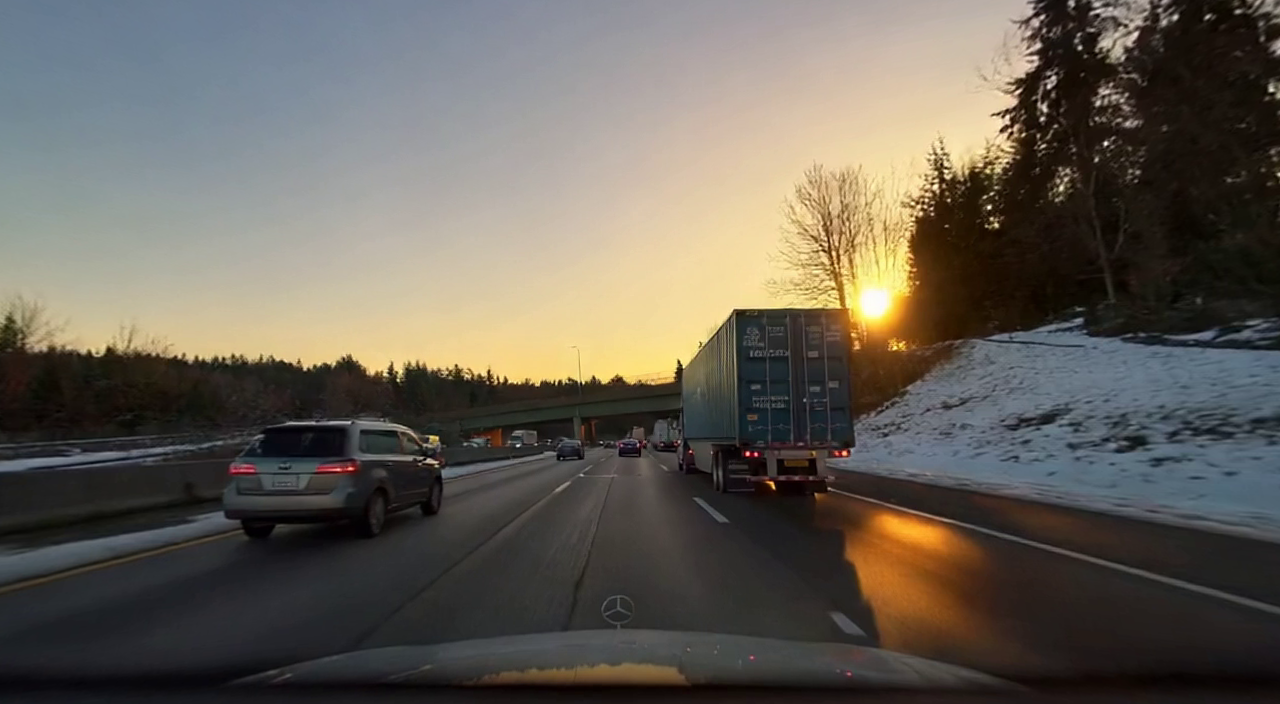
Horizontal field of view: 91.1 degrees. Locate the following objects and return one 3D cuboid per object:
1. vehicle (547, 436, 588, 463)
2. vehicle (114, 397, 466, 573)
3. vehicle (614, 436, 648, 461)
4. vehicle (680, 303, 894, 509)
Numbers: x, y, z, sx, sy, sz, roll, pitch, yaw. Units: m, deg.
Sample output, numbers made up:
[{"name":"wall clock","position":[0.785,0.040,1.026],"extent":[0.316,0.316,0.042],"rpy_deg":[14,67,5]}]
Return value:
[{"name":"vehicle","position":[-4.379,5.959,38.669],"extent":[2.021,1.514,4.190],"rpy_deg":[0,-8,0]},{"name":"vehicle","position":[-3.967,1.571,8.283],"extent":[2.054,1.671,4.445],"rpy_deg":[0,-8,0]},{"name":"vehicle","position":[-0.590,6.290,41.216],"extent":[2.088,1.567,4.240],"rpy_deg":[0,-8,-1]},{"name":"vehicle","position":[3.332,1.996,19.615],"extent":[2.959,4.058,14.485],"rpy_deg":[0,-8,-1]}]
